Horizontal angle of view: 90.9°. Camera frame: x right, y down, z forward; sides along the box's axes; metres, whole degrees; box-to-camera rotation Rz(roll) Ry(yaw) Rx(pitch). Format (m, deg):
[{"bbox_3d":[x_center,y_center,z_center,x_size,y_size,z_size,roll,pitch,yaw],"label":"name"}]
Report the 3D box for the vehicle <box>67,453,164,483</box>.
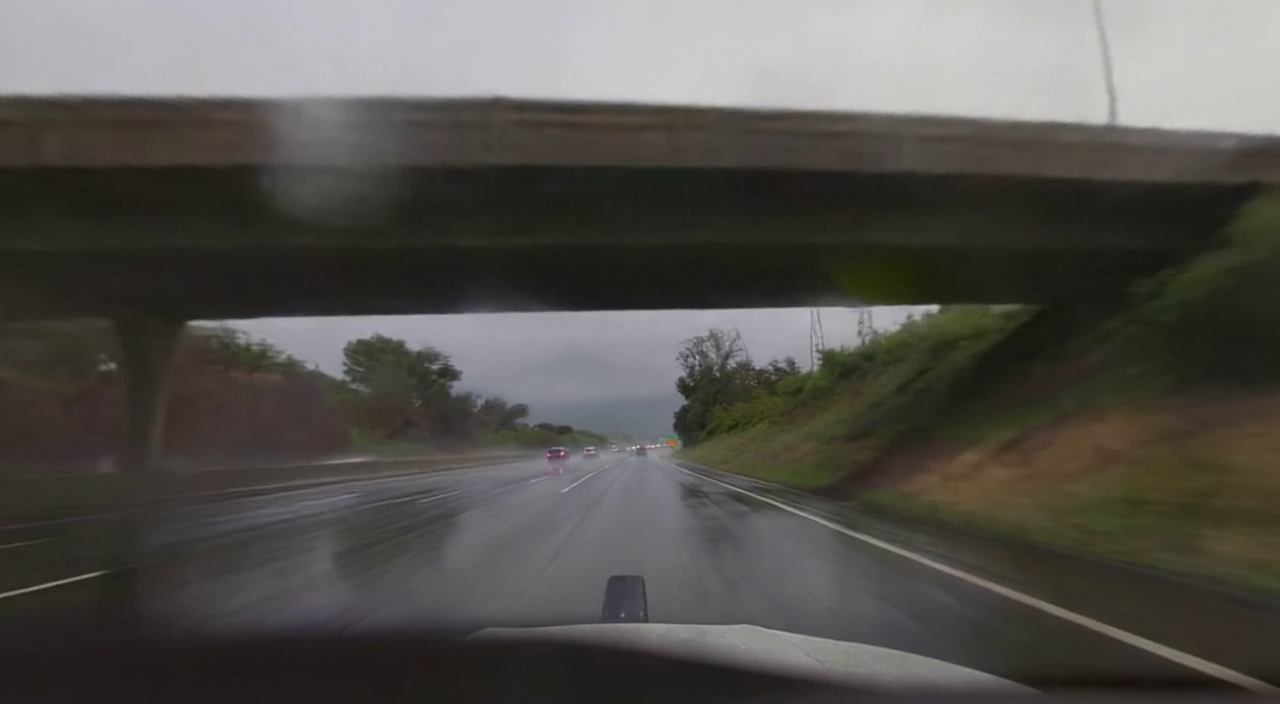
[{"bbox_3d":[-25.591,5.670,30.911,1.599,1.361,3.494,-1,-9,4],"label":"vehicle"}]
